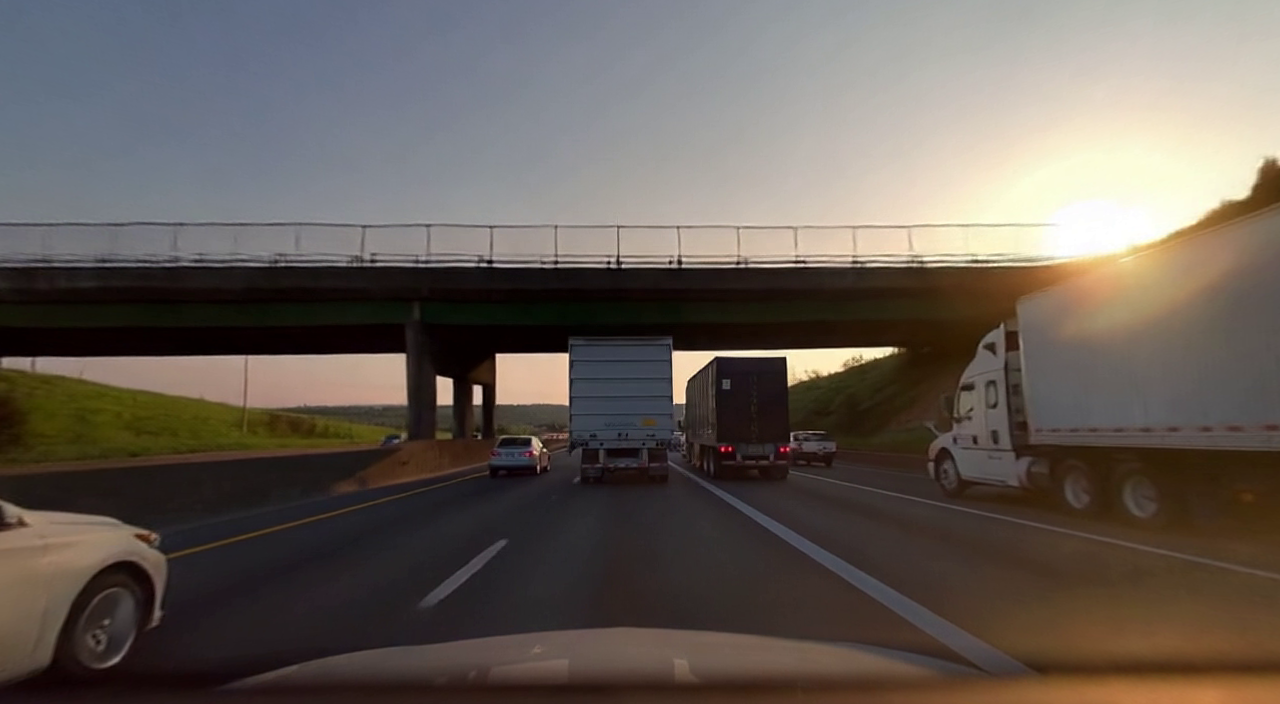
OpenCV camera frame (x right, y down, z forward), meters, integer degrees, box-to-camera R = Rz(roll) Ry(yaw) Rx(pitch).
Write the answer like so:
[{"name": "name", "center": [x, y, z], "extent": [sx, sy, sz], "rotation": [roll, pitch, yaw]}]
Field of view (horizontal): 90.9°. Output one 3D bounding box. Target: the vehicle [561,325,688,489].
[{"name": "vehicle", "center": [-0.581, 2.057, 20.925], "extent": [3.090, 4.065, 10.702], "rotation": [0, -8, -2]}]

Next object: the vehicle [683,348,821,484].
[{"name": "vehicle", "center": [3.584, 2.585, 23.825], "extent": [2.817, 3.886, 11.491], "rotation": [0, -8, -2]}]

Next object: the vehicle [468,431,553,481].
[{"name": "vehicle", "center": [-4.193, 3.425, 21.085], "extent": [2.049, 1.483, 3.786], "rotation": [0, -8, 0]}]

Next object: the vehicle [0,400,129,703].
[{"name": "vehicle", "center": [-3.511, 0.688, 0.770], "extent": [1.894, 1.460, 4.662], "rotation": [0, -8, 0]}]

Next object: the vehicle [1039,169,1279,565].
[{"name": "vehicle", "center": [8.242, -0.229, 3.776], "extent": [3.000, 4.114, 13.063], "rotation": [0, -8, -1]}]
